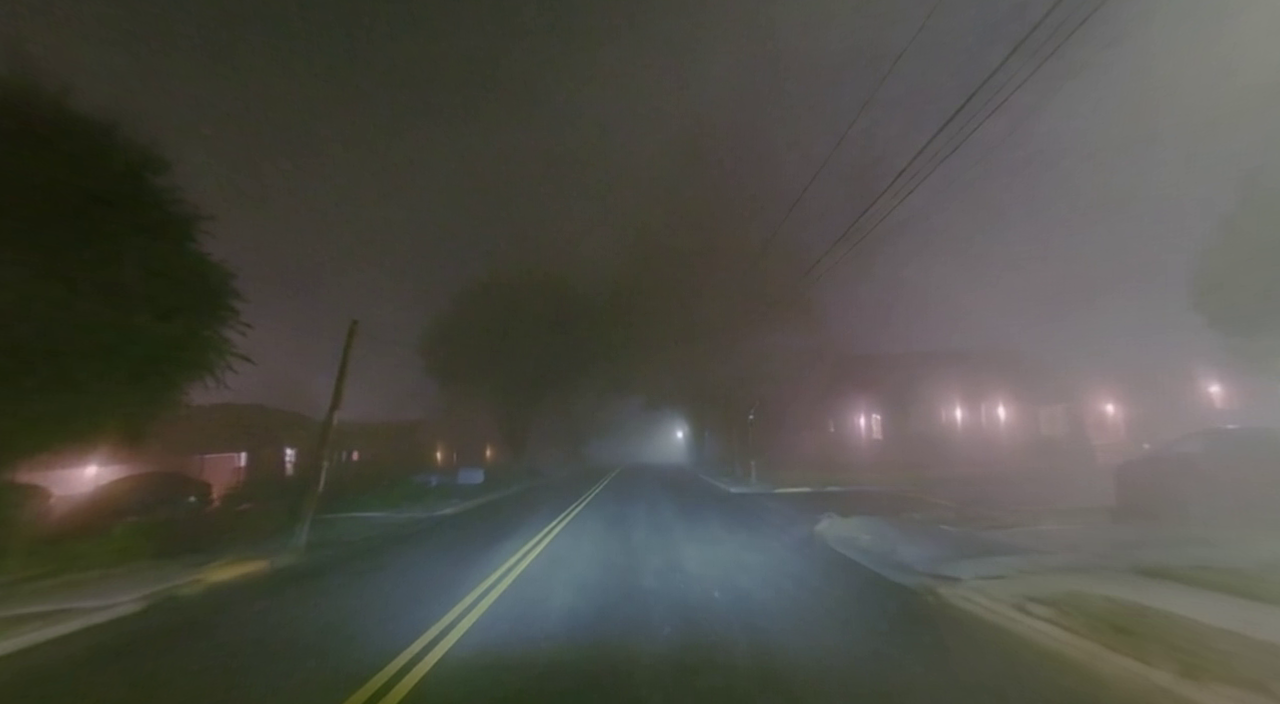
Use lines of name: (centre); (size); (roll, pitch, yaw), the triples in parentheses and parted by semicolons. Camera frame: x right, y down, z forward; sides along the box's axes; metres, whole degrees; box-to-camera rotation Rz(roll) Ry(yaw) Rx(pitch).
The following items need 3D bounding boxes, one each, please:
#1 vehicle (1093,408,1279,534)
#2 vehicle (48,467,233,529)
vehicle: (8.553, 1.536, 8.389); (1.806, 1.496, 4.164); (0, -8, -2)
vehicle: (-15.053, 4.375, 19.422); (1.830, 1.495, 4.641); (0, -8, 1)
